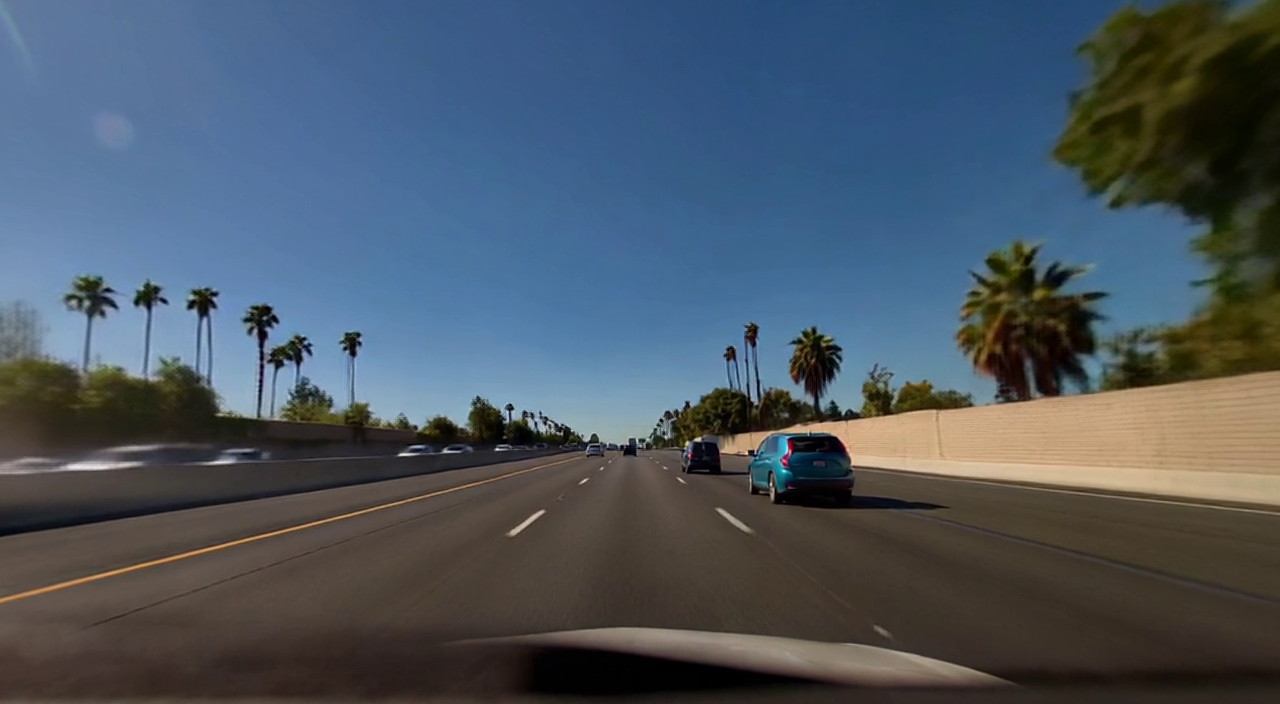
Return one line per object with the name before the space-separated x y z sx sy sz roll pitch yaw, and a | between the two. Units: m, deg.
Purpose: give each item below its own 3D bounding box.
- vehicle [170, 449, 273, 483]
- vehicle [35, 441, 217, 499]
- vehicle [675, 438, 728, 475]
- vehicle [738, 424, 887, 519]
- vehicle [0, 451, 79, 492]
vehicle | -20.310 5.544 30.995 1.808 1.487 4.729 0 -8 0
vehicle | -15.946 3.648 20.035 1.916 1.608 4.537 0 -9 0
vehicle | 2.950 5.129 31.200 2.045 1.688 4.313 0 -9 -2
vehicle | 3.442 2.464 13.558 1.910 1.696 4.187 0 -8 -1
vehicle | -26.951 5.052 26.931 1.964 1.646 4.477 0 -8 0
